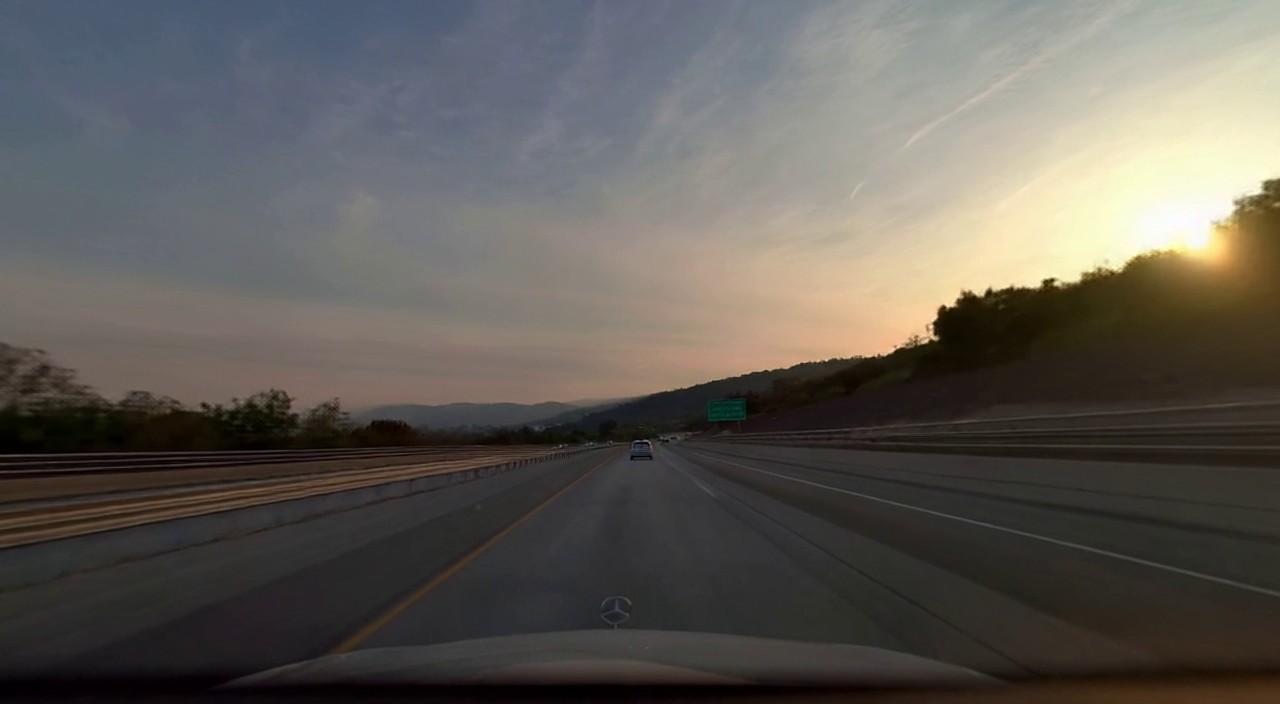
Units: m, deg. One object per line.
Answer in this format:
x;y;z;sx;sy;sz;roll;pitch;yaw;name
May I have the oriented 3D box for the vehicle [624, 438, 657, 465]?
0.006;6.684;42.495;2.059;1.696;4.165;0;-8;-1;vehicle
